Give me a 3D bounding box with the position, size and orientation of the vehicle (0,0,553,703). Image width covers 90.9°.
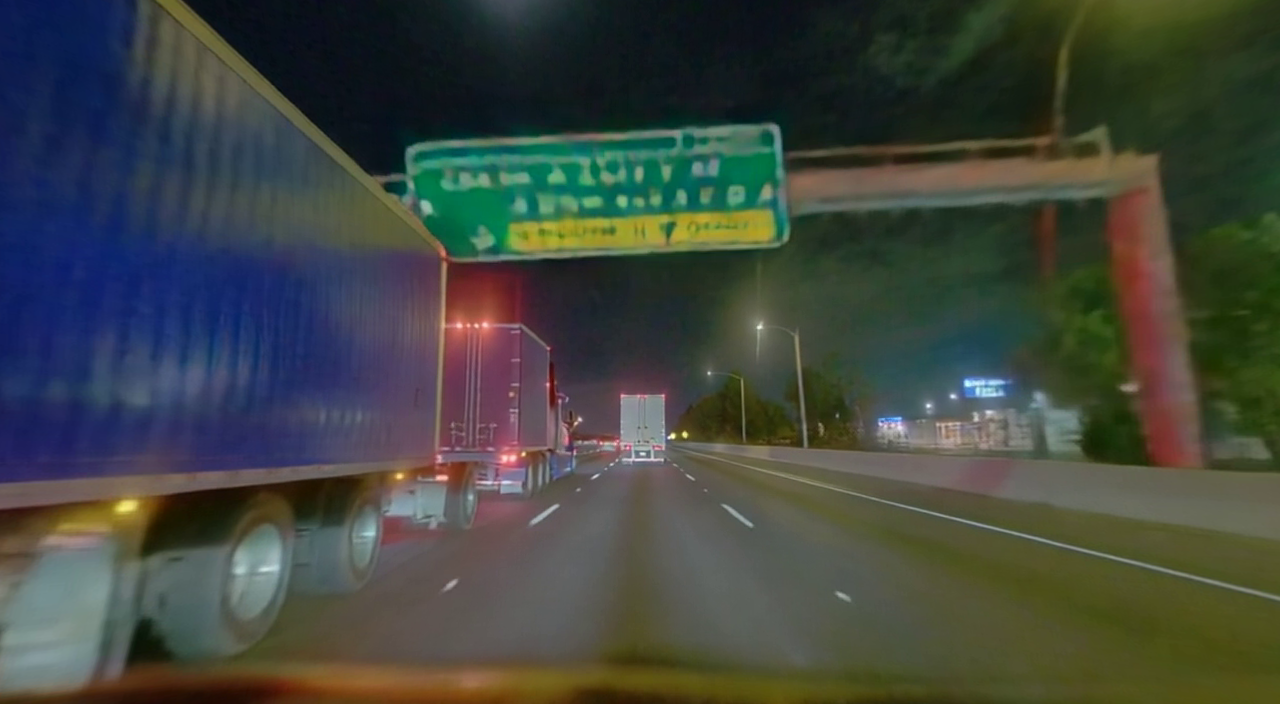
[{"bbox_3d":[-3.902,0.596,9.194,2.875,4.083,15.756,0,-9,1],"label":"vehicle"}]

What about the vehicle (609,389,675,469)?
[{"bbox_3d":[0.081,4.215,33.496,2.941,3.604,9.851,0,-9,0],"label":"vehicle"}]
